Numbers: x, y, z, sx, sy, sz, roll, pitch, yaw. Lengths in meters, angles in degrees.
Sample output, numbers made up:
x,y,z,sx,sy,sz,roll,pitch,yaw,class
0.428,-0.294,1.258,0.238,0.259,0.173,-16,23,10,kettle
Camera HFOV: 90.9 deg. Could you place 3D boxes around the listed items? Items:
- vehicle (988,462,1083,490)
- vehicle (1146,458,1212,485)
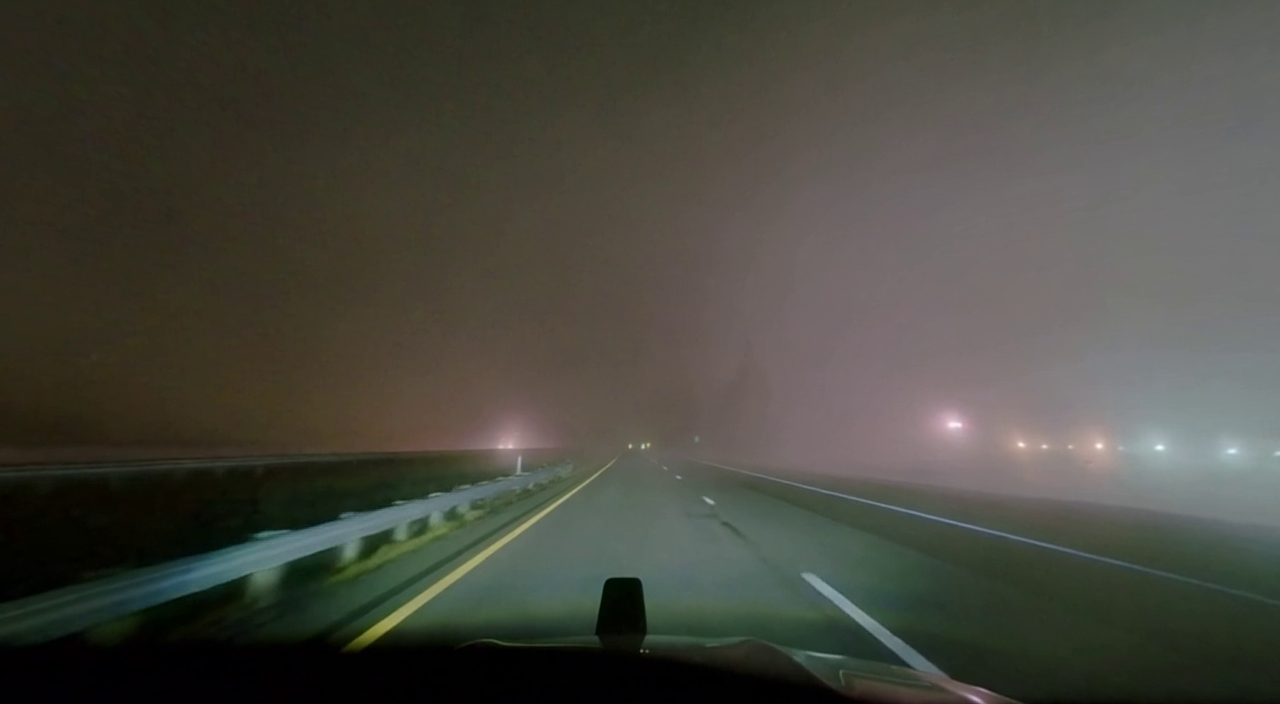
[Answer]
x,y,z,sx,sy,sz,roll,pitch,yaw,class
28.902,9.051,46.398,5.647,1.831,2.255,-5,-10,28,vehicle
42.571,9.359,49.753,5.779,1.930,2.211,5,-10,-32,vehicle
